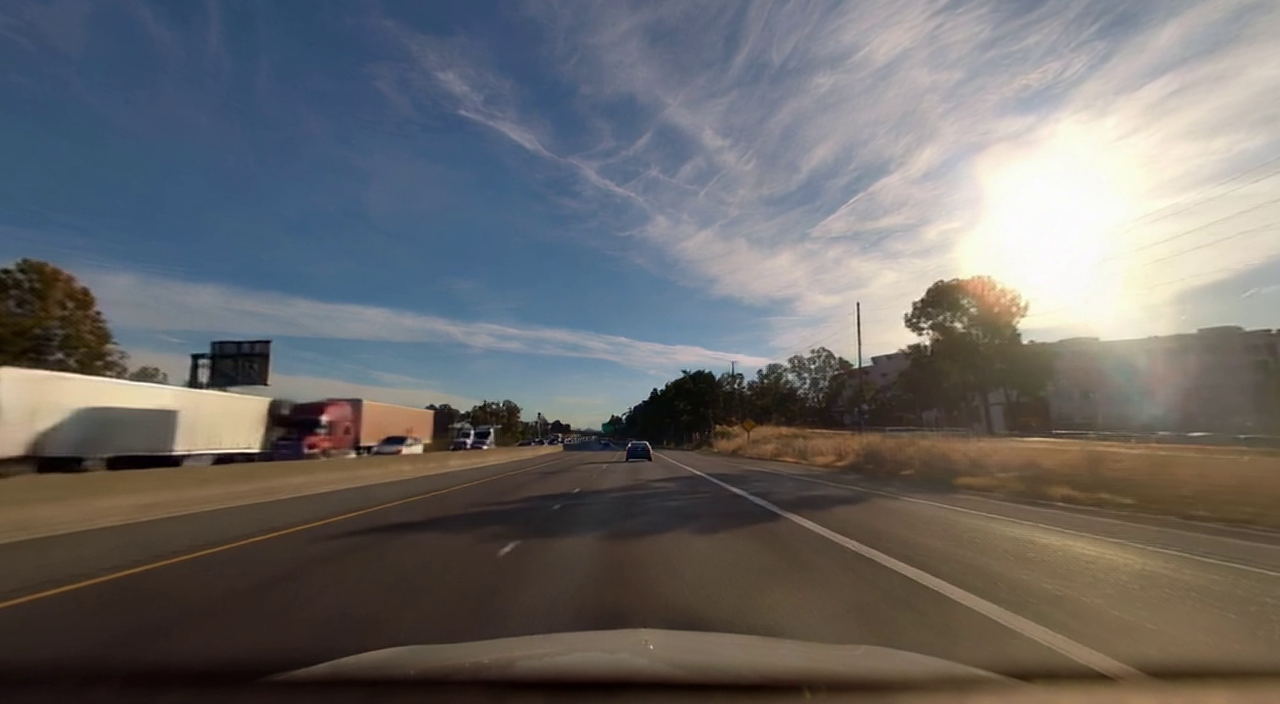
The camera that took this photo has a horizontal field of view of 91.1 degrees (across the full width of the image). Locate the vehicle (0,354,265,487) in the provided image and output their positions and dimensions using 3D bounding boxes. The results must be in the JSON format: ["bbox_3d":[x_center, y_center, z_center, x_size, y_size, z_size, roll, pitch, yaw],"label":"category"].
[{"bbox_3d":[-21.838,3.075,25.997,3.278,4.147,15.225,0,-8,0],"label":"vehicle"}]

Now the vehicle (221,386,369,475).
[{"bbox_3d":[-17.460,4.156,32.718,2.993,3.993,8.266,0,-8,0],"label":"vehicle"}]

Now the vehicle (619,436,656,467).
[{"bbox_3d":[-0.177,5.811,36.834,2.029,1.666,4.064,0,-8,-1],"label":"vehicle"}]

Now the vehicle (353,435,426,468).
[{"bbox_3d":[-13.589,5.420,34.464,1.987,1.655,4.982,0,-8,0],"label":"vehicle"}]
